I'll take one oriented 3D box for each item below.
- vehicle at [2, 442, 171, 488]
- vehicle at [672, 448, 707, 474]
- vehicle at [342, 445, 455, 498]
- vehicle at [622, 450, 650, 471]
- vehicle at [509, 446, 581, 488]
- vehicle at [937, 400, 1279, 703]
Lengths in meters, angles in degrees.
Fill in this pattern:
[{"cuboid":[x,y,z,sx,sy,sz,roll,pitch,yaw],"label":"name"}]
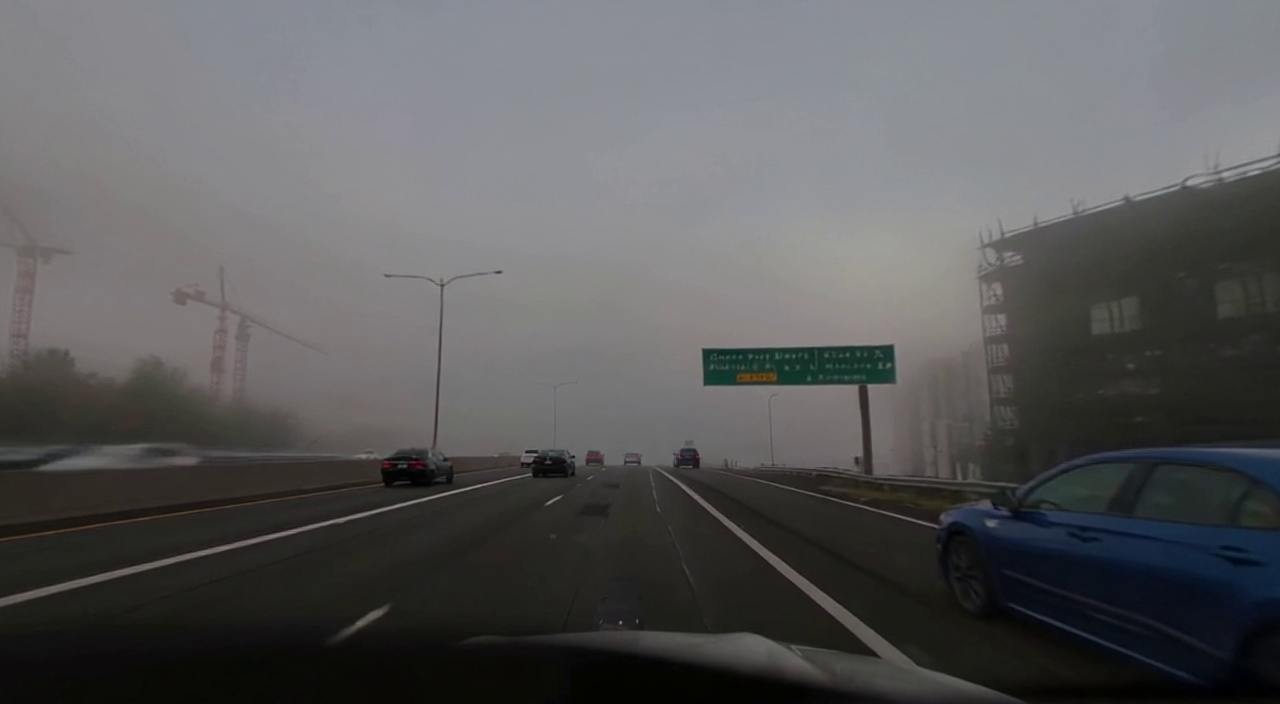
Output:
[{"cuboid":[-19.609,3.987,22.736,1.800,1.465,4.722,0,-8,0],"label":"vehicle"},{"cuboid":[3.274,7.296,42.641,1.978,1.602,4.092,0,-8,-1],"label":"vehicle"},{"cuboid":[-7.612,3.777,20.452,1.951,1.528,4.209,0,-8,1],"label":"vehicle"},{"cuboid":[-0.313,8.234,48.167,2.019,1.472,3.971,0,-8,0],"label":"vehicle"},{"cuboid":[-3.719,4.559,25.547,2.136,1.512,4.488,0,-8,1],"label":"vehicle"},{"cuboid":[3.259,0.948,2.445,1.995,1.486,4.463,0,-8,-1],"label":"vehicle"}]
